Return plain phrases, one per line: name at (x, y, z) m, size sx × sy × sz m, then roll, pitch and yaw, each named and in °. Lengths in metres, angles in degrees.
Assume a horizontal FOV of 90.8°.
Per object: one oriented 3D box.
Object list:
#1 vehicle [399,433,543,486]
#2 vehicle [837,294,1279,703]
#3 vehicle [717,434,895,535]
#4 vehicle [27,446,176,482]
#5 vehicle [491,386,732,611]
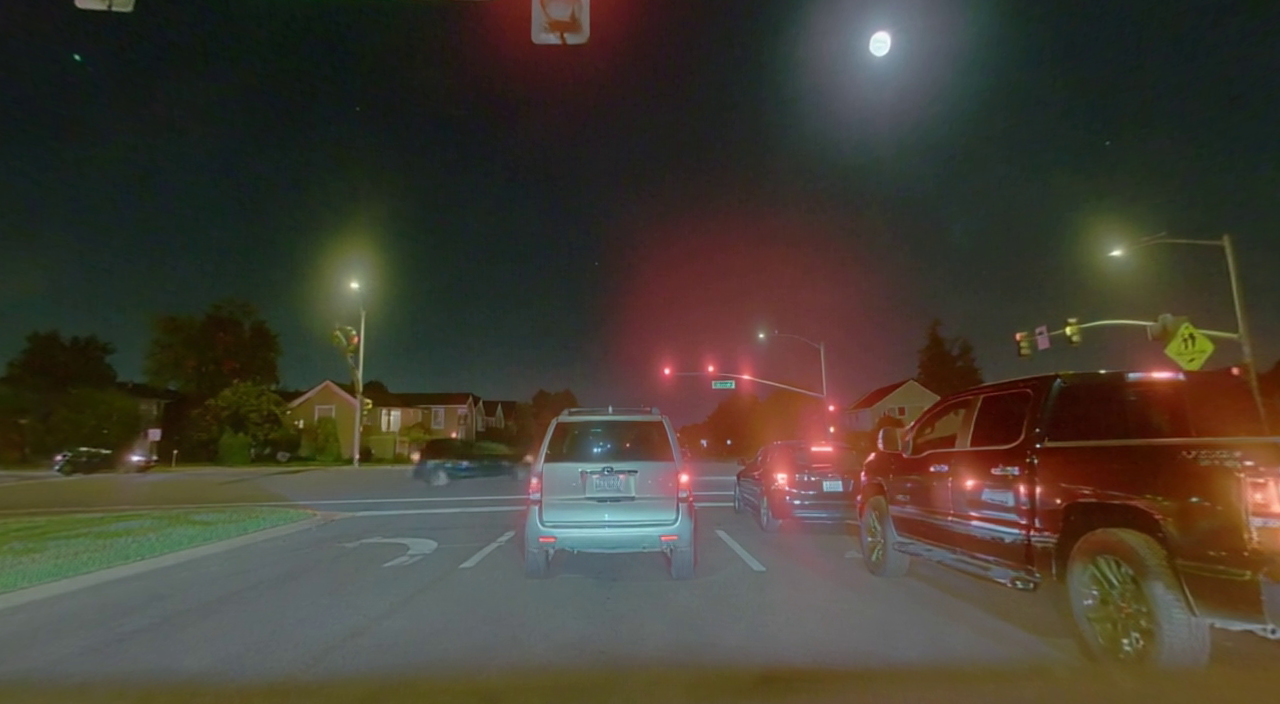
vehicle at (-5.815, 3.763, 22.314) m, size 4.635 × 1.755 × 1.882 m, roll 1°, pitch -8°, yaw -8°
vehicle at (2.980, 1.003, 3.789) m, size 1.886 × 1.849 × 5.070 m, roll 0°, pitch -8°, yaw -1°
vehicle at (2.709, 2.270, 11.533) m, size 1.952 × 1.465 × 4.421 m, roll 0°, pitch -8°, yaw -2°
vehicle at (-22.928, 4.778, 27.060) m, size 4.533 × 1.350 × 1.714 m, roll 0°, pitch -8°, yaw -9°
vehicle at (-0.257, 1.414, 6.825) m, size 1.915 × 1.780 × 3.379 m, roll 0°, pitch -8°, yaw -1°
